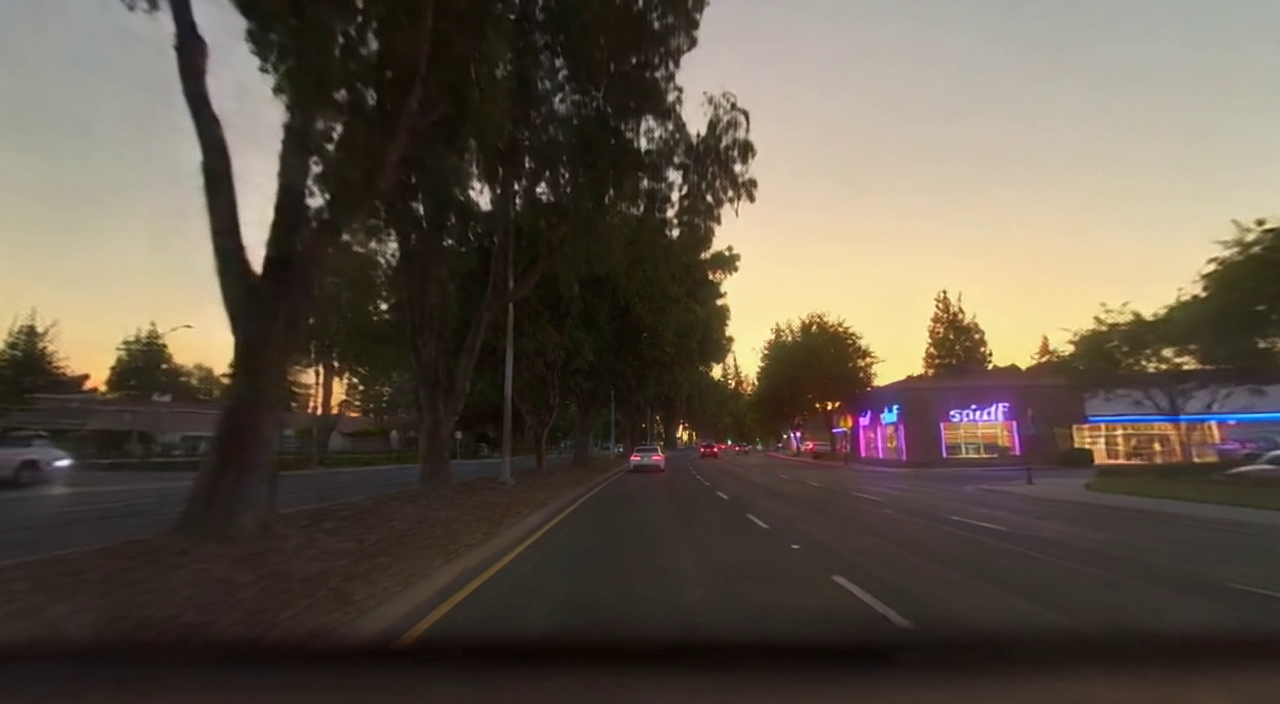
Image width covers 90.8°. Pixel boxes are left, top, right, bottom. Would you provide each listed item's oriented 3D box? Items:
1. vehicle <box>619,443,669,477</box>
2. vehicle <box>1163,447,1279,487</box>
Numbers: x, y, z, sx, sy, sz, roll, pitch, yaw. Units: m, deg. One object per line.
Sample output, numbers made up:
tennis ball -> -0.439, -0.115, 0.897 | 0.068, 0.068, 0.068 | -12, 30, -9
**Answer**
vehicle -> 0.267, 4.890, 28.916 | 2.095, 1.456, 3.873 | -1, -8, 3
vehicle -> 21.274, 4.053, 22.338 | 4.016, 1.329, 1.702 | 0, -10, -3
